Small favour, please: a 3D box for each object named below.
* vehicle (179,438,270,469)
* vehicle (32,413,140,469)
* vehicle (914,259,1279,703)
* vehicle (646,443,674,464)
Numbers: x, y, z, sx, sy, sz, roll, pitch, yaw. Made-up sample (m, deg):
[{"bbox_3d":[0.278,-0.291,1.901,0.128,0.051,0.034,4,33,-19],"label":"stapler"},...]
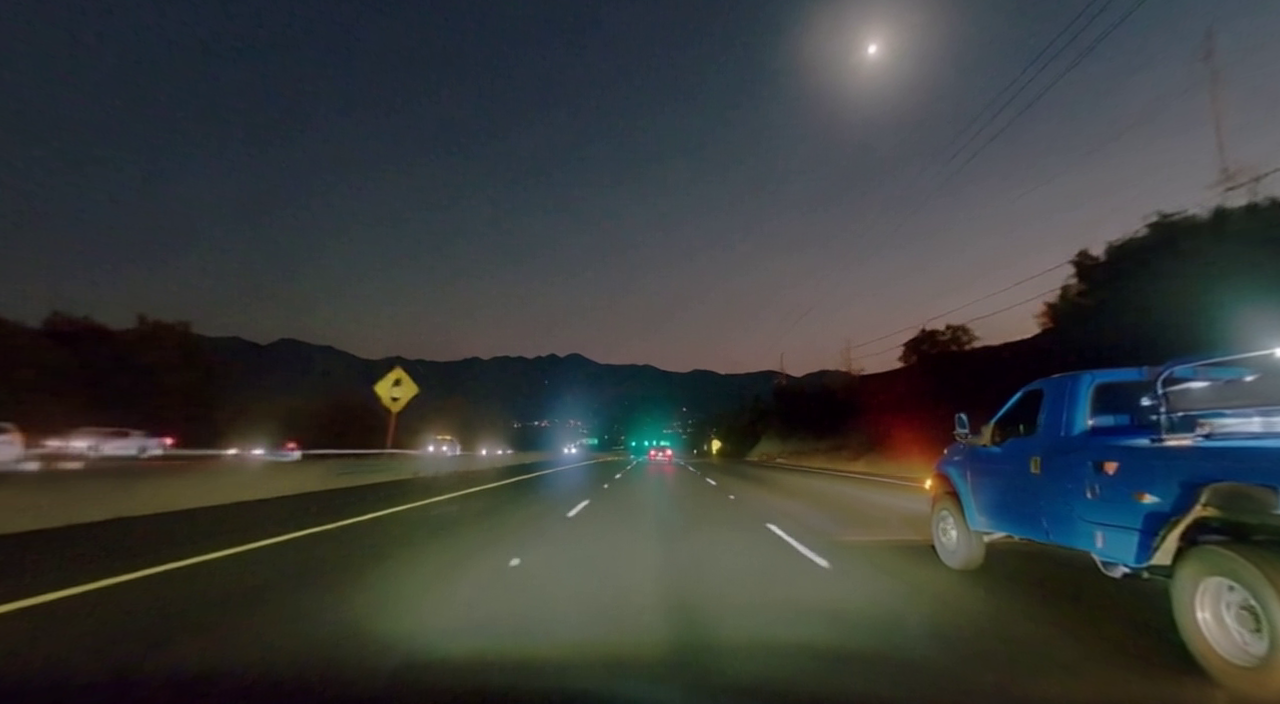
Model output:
[{"bbox_3d":[-24.570,6.004,37.408,1.981,1.713,4.811,0,-9,2],"label":"vehicle"},{"bbox_3d":[-28.492,4.628,32.462,2.035,2.698,3.636,0,-9,2],"label":"vehicle"},{"bbox_3d":[4.059,0.774,3.077,2.538,2.228,6.370,0,-9,0],"label":"vehicle"},{"bbox_3d":[1.466,7.778,48.112,2.034,1.549,4.147,0,-9,0],"label":"vehicle"}]
